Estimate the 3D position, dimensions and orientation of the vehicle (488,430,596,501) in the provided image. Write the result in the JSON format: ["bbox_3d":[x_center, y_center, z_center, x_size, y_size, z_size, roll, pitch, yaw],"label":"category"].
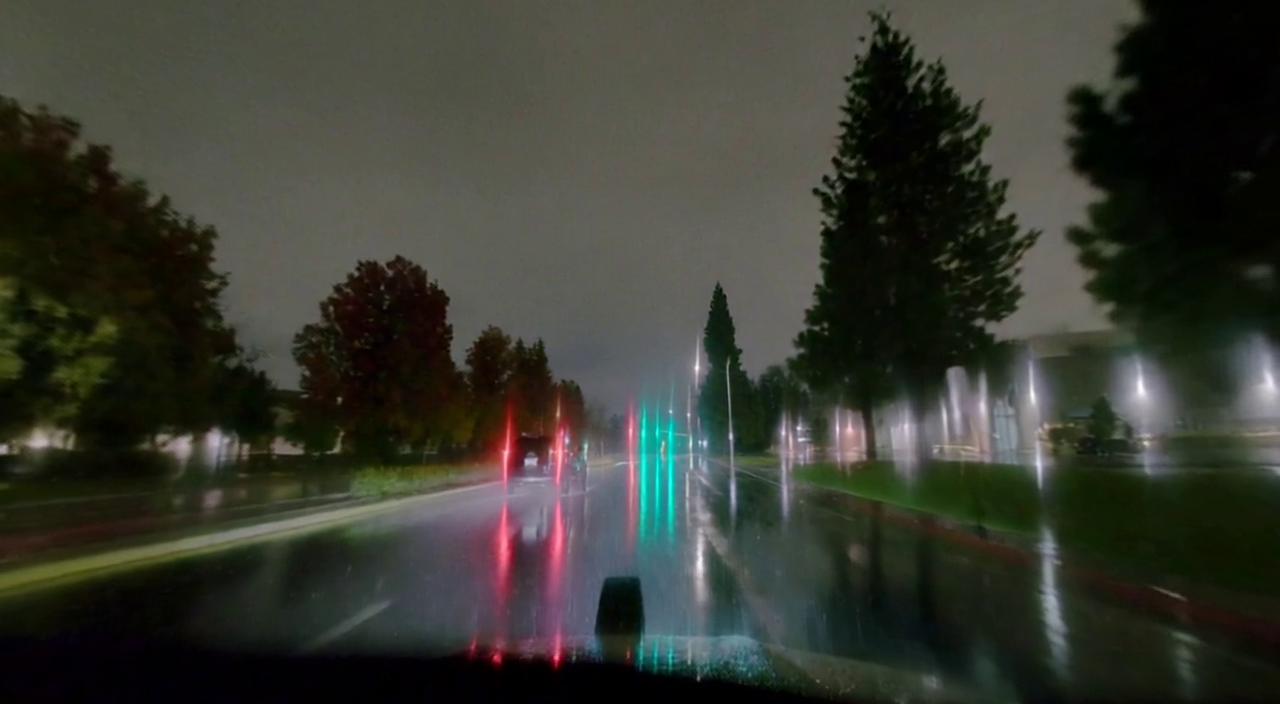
[{"bbox_3d":[-2.554,3.115,17.708,2.121,1.724,4.392,0,-9,2],"label":"vehicle"}]

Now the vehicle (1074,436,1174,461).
[{"bbox_3d":[33.674,6.732,44.051,5.239,1.663,1.977,0,-9,3],"label":"vehicle"}]
